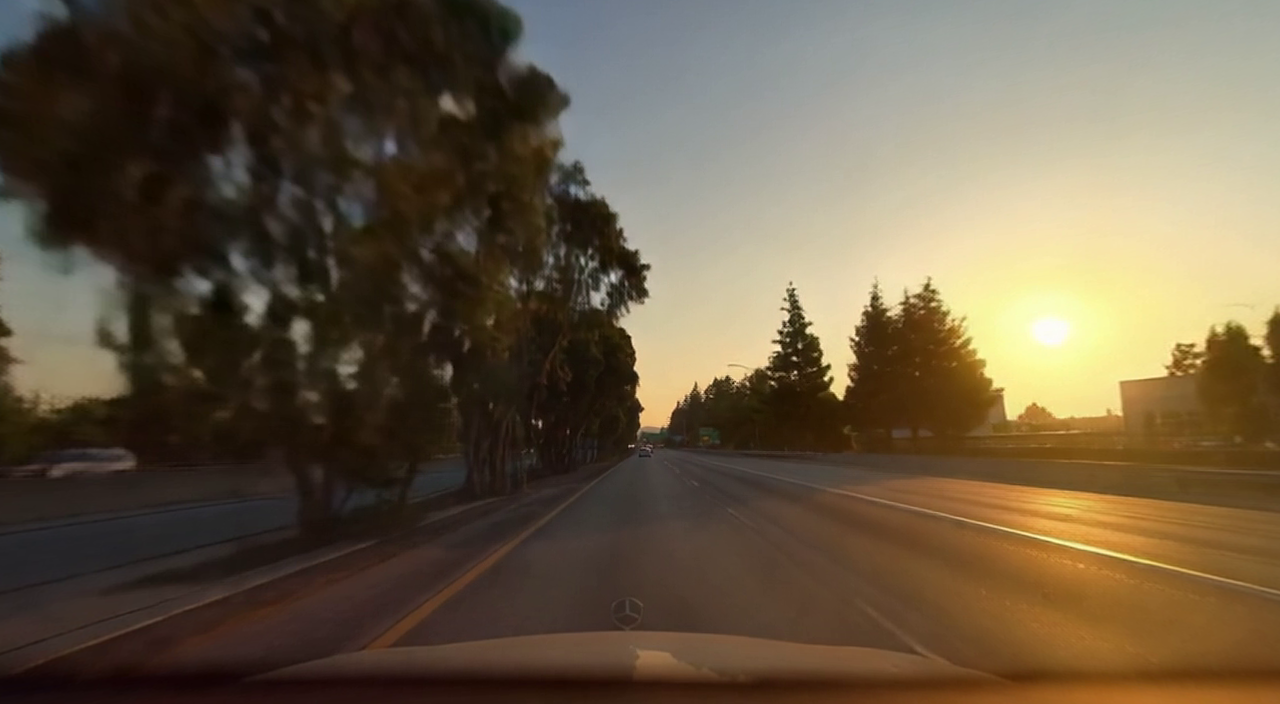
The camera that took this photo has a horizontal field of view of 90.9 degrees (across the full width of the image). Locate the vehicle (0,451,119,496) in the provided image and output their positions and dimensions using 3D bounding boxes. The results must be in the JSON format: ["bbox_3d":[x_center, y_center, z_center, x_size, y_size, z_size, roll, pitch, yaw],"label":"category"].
[{"bbox_3d":[-27.830,5.576,29.414,2.286,1.839,5.522,0,-8,0],"label":"vehicle"}]
